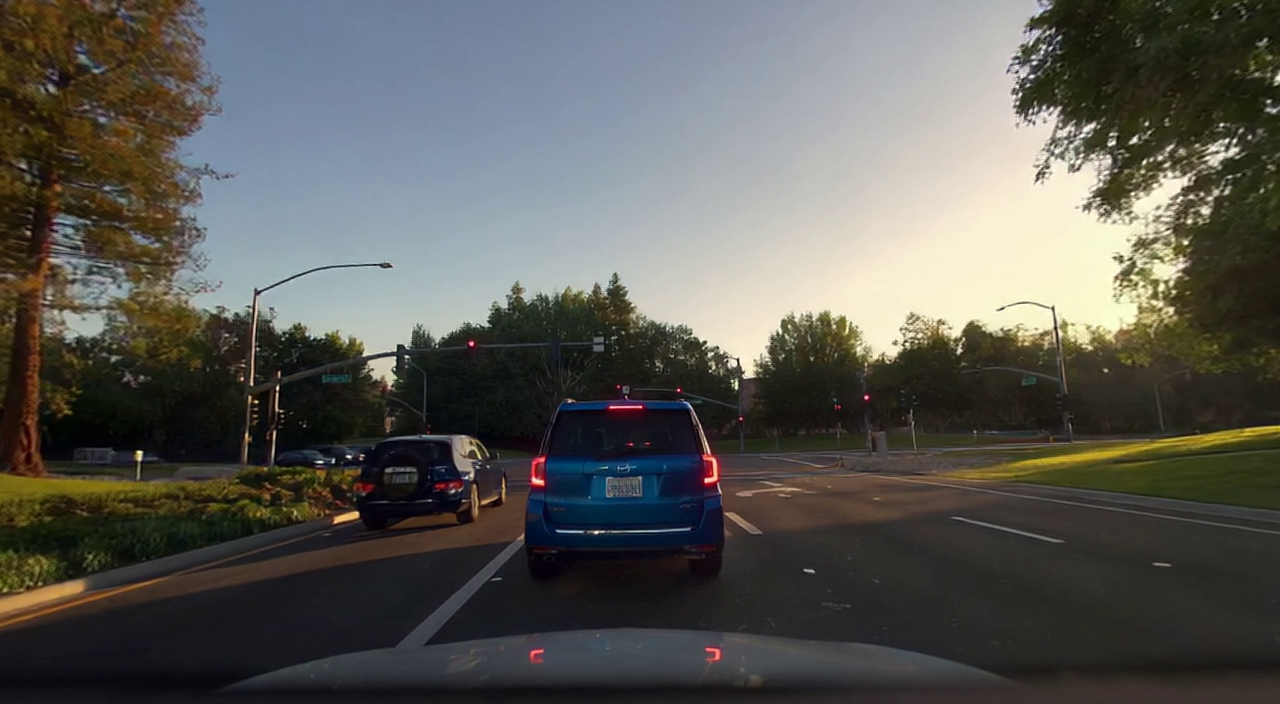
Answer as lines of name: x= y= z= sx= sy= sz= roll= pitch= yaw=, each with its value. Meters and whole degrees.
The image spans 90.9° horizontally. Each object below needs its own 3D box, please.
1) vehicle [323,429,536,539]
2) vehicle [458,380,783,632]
vehicle: x=-3.363 y=2.220 z=11.395 sx=2.061 sy=1.504 sz=5.142 roll=0 pitch=-8 yaw=0
vehicle: x=-0.160 y=1.392 z=6.626 sx=2.298 sy=1.770 sz=4.138 roll=0 pitch=-8 yaw=-1
